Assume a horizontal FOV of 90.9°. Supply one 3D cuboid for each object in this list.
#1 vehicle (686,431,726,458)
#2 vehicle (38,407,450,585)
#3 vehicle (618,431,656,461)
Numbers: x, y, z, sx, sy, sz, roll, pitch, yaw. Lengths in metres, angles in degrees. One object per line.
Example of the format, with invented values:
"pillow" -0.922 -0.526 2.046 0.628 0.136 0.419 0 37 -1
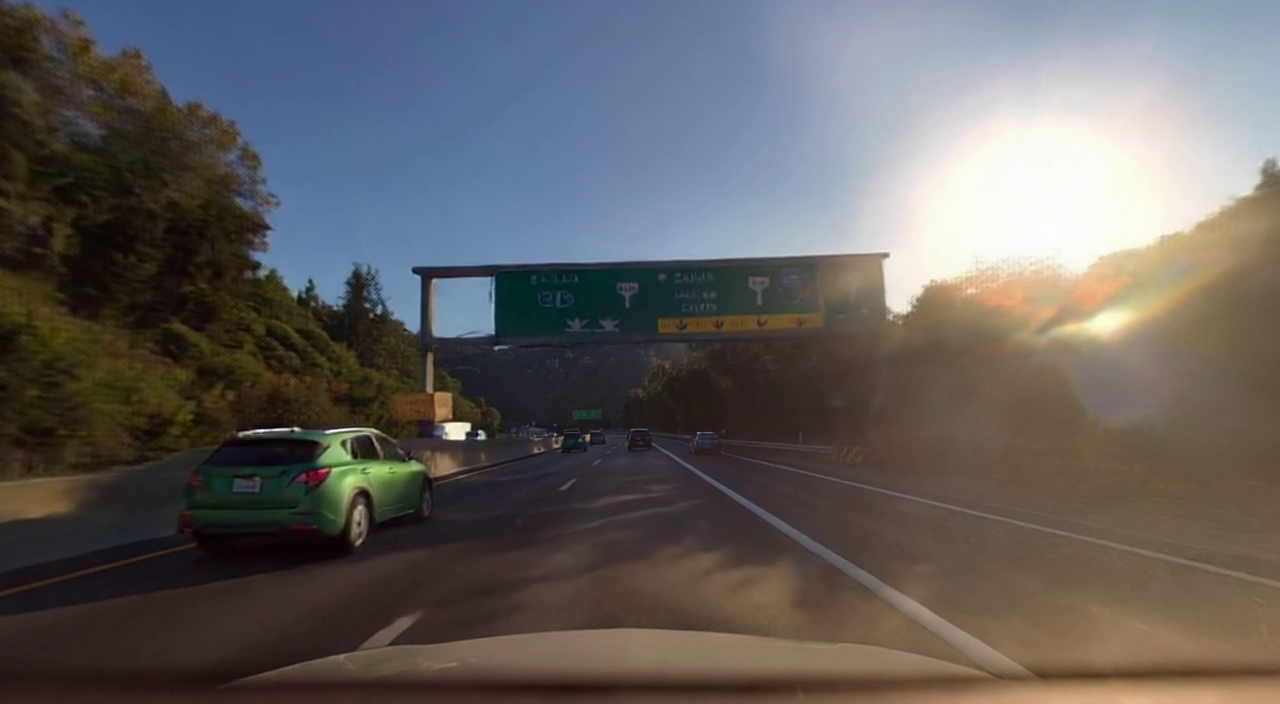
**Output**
"vehicle" 3.850 5.443 37.229 1.841 1.491 3.869 0 -8 -2
"vehicle" -4.122 1.551 7.846 2.023 1.512 4.804 0 -8 0
"vehicle" -0.158 4.863 32.879 1.869 1.466 3.356 0 -8 0
